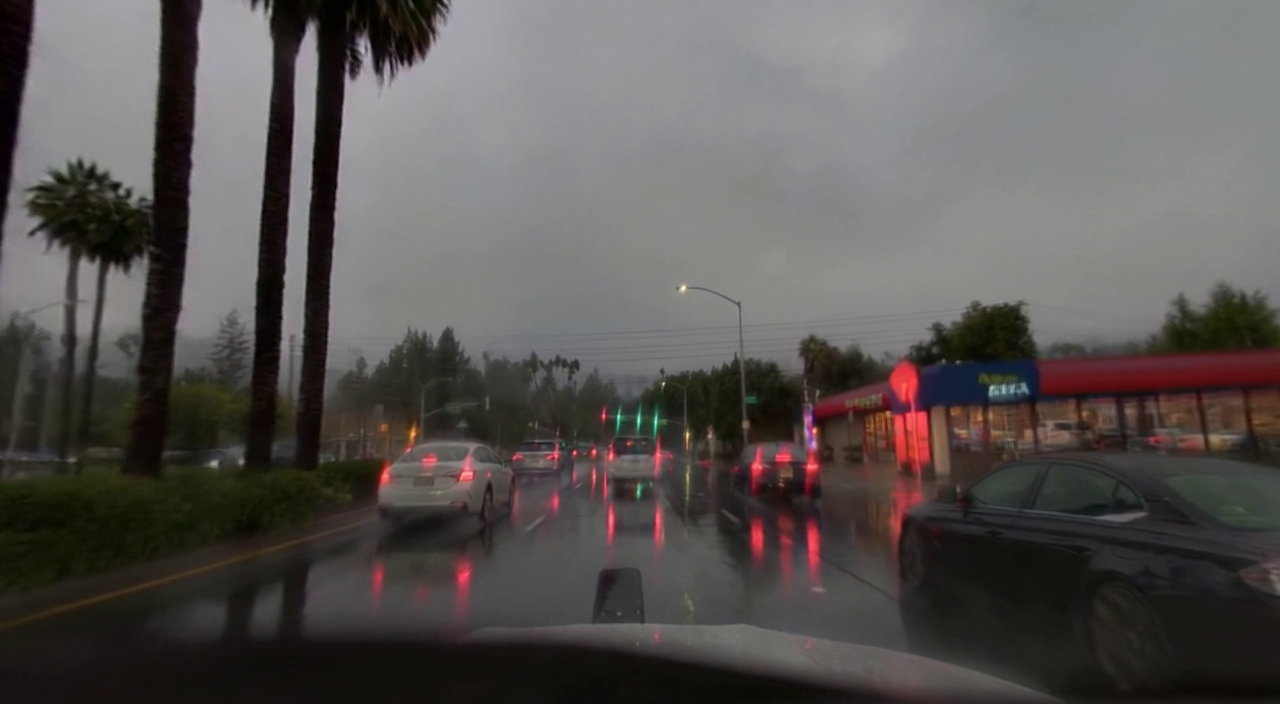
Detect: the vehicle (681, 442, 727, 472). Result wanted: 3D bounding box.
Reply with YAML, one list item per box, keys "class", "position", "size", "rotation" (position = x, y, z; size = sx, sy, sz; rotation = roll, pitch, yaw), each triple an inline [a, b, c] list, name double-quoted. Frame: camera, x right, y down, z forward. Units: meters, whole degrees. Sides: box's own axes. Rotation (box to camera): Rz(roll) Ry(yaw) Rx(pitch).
- class: "vehicle"
  position: [3.319, 5.545, 33.367]
  size: [1.880, 1.476, 3.932]
  rotation: [0, -8, -2]

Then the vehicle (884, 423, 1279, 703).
- class: "vehicle"
  position: [3.621, 1.306, 4.578]
  size: [1.867, 1.448, 4.436]
  rotation: [0, -8, -1]

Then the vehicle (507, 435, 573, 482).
- class: "vehicle"
  position: [-3.896, 4.195, 25.197]
  size: [1.932, 1.695, 4.235]
  rotation: [0, -8, 0]

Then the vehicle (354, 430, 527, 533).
- class: "vehicle"
  position: [-3.353, 2.234, 11.517]
  size: [1.864, 1.505, 4.202]
  rotation: [0, -8, -1]

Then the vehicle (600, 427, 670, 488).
- class: "vehicle"
  position: [-0.154, 3.556, 21.626]
  size: [2.164, 1.867, 4.254]
  rotation: [0, -8, 0]

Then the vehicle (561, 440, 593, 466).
- class: "vehicle"
  position: [-4.213, 6.832, 42.688]
  size: [1.871, 1.673, 3.920]
  rotation: [0, -8, -1]

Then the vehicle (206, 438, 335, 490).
- class: "vehicle"
  position: [-13.905, 4.211, 24.087]
  size: [2.113, 1.772, 4.591]
  rotation: [0, -8, 0]

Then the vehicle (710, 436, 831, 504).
- class: "vehicle"
  position: [3.117, 2.912, 16.115]
  size: [1.977, 1.480, 4.589]
  rotation: [0, -8, -2]
